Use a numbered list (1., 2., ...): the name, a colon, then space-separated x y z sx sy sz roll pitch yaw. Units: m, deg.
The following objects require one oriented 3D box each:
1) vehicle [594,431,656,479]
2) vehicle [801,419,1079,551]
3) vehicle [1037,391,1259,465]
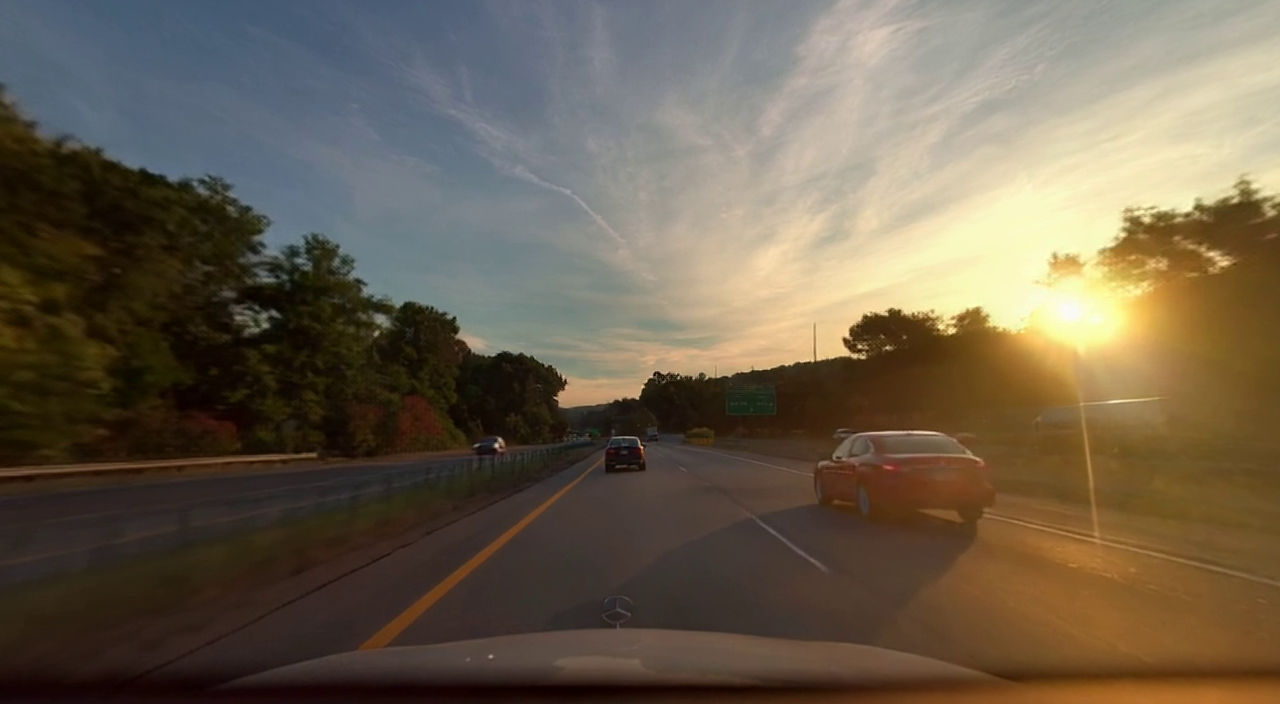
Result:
1. vehicle: -0.478 3.454 21.394 1.897 1.479 3.724 0 -8 0
2. vehicle: 4.060 1.838 9.527 2.010 1.508 4.285 0 -8 -2
3. vehicle: 33.585 5.260 43.274 2.846 4.056 15.175 -3 -7 1
